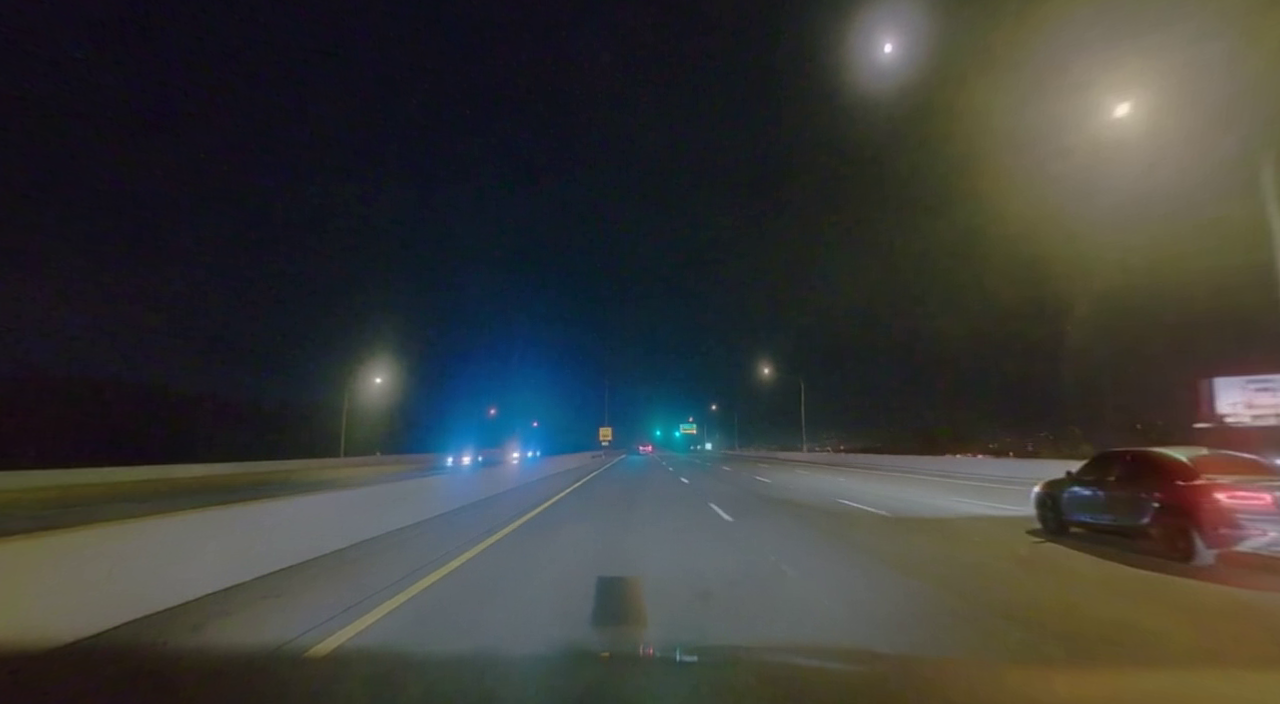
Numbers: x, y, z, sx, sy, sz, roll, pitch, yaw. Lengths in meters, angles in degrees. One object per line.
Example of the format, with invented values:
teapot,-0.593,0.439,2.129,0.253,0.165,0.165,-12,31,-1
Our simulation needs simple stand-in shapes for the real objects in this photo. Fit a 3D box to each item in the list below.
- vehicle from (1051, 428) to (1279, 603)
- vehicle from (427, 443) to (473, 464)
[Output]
vehicle,6.675,1.517,6.105,2.093,1.525,4.865,0,-8,0
vehicle,-14.713,7.908,49.118,2.080,1.522,4.585,0,-8,0
